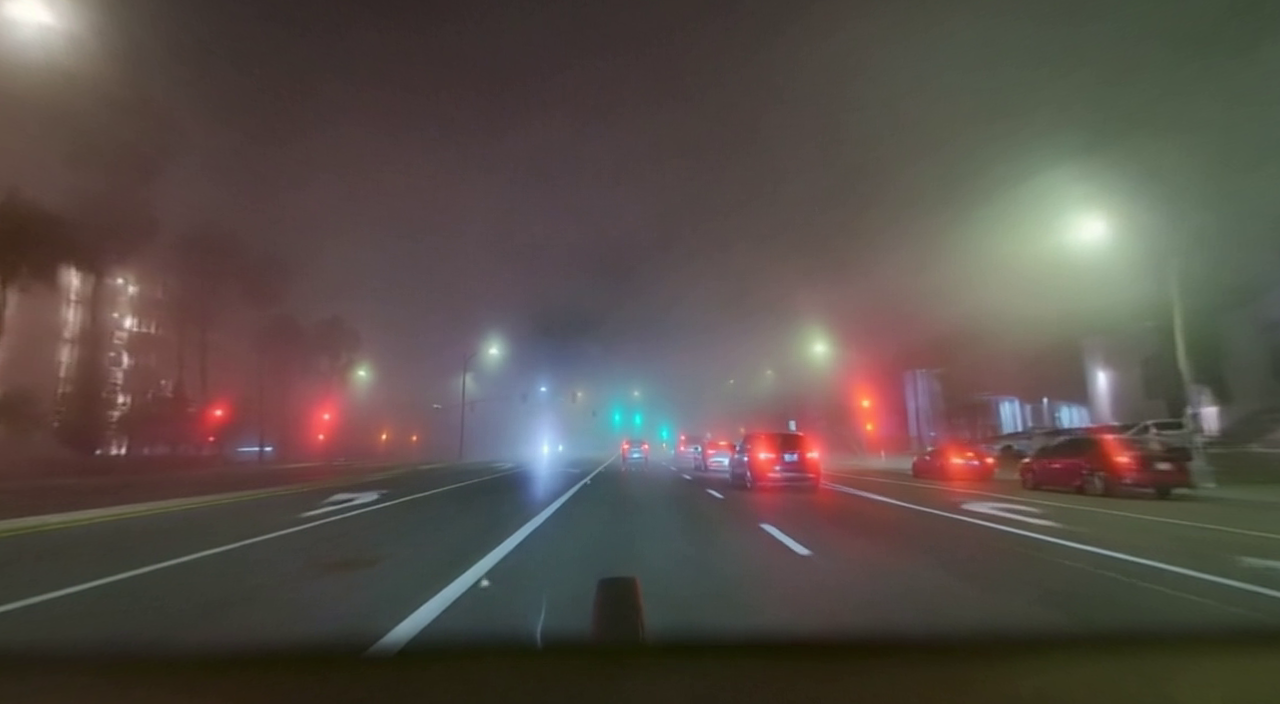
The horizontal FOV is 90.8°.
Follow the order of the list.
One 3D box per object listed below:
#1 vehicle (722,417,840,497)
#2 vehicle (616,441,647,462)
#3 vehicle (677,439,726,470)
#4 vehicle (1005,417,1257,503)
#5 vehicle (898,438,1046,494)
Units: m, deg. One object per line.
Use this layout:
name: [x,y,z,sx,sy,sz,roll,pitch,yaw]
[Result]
vehicle: [3.759,2.922,17.843,2.104,1.910,4.693,0,-9,-2]
vehicle: [-0.653,7.307,46.384,2.115,1.464,4.205,0,-9,-1]
vehicle: [3.189,5.425,33.639,2.010,1.509,4.377,0,-9,-2]
vehicle: [12.732,2.853,17.082,2.157,1.937,5.386,0,-9,-5]
vehicle: [9.689,3.346,18.926,1.871,1.465,4.395,0,-9,-2]
